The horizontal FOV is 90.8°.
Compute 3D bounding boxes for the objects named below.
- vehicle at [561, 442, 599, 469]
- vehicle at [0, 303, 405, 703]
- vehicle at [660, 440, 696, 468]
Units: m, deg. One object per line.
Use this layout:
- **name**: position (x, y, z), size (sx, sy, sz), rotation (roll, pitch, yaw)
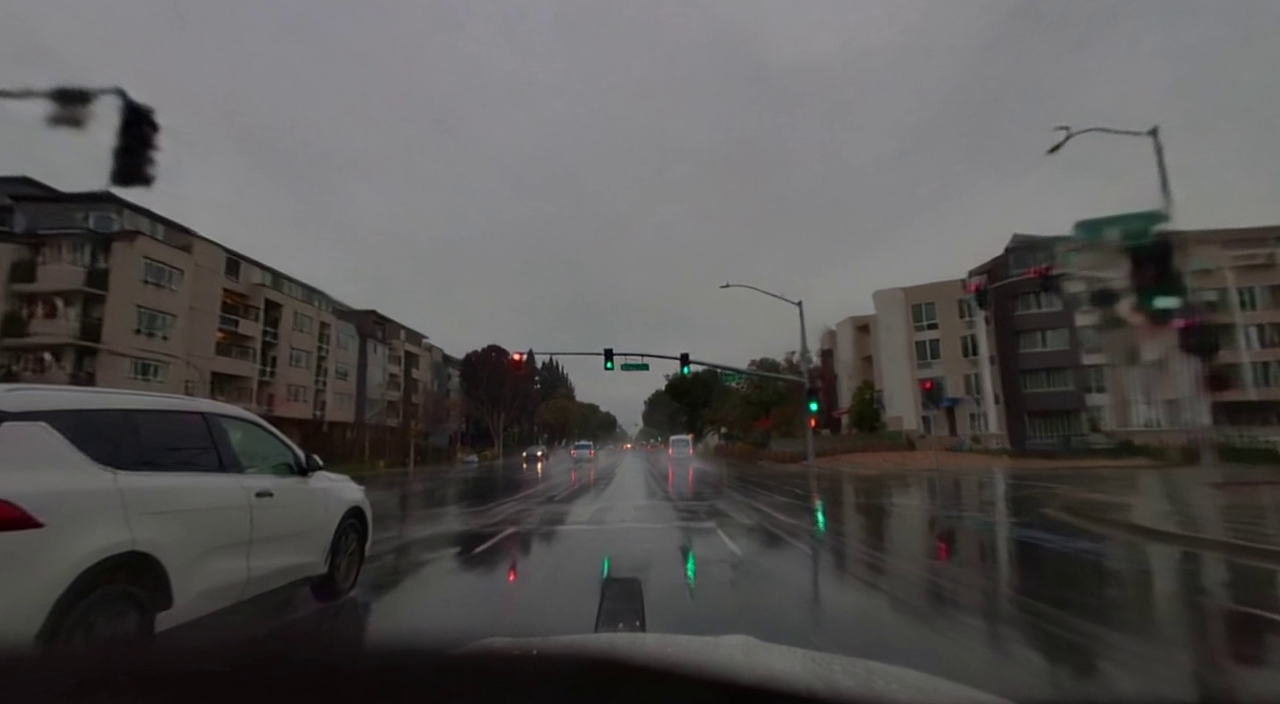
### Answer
- **vehicle**: position (-3.863, 6.736, 41.357), size (2.083, 1.685, 4.069), rotation (0, -8, 0)
- **vehicle**: position (-3.916, 1.091, 4.795), size (2.225, 1.984, 5.168), rotation (0, -8, 0)
- **vehicle**: position (2.509, 6.811, 42.432), size (2.018, 1.719, 4.369), rotation (0, -8, -2)
